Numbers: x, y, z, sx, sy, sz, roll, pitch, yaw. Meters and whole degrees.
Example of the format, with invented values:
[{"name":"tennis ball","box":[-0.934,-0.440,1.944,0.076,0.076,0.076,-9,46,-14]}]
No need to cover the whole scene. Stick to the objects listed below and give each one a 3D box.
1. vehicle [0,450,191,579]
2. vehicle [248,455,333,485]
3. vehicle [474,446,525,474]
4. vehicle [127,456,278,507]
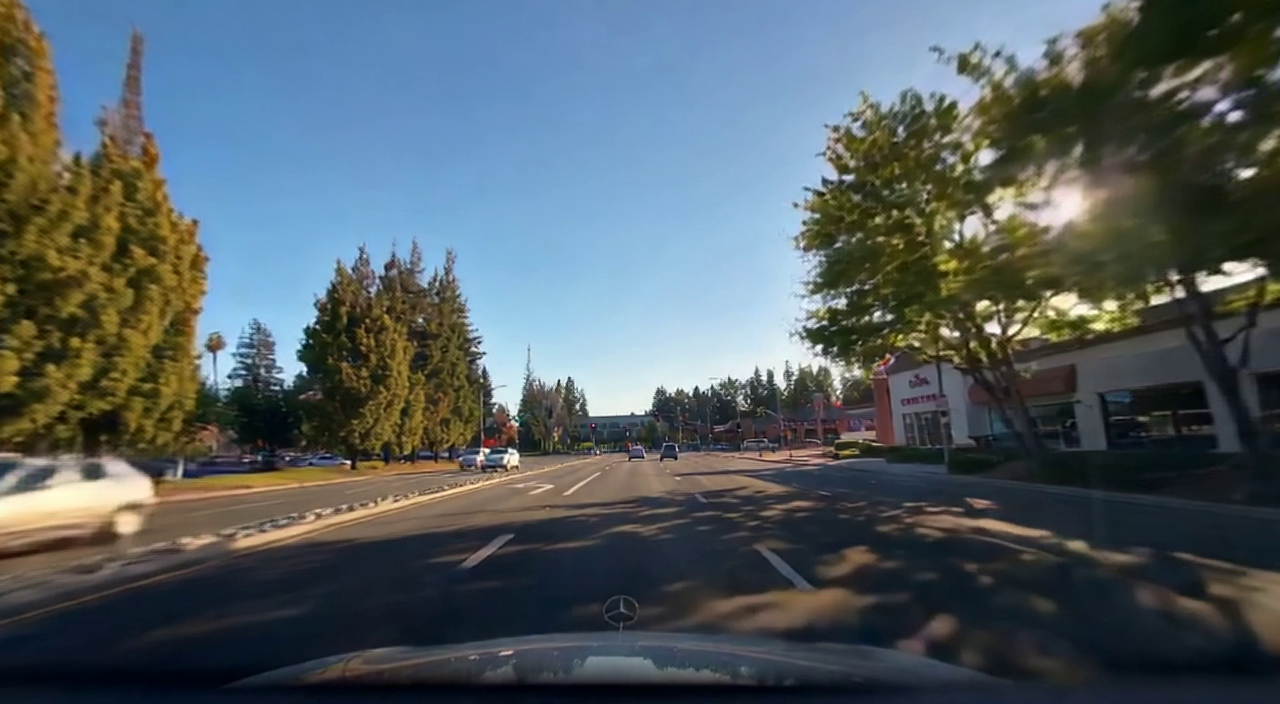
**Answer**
[{"name":"vehicle","box":[-8.665,2.074,8.372,2.065,1.504,4.593,0,-8,0]},{"name":"vehicle","box":[-22.037,7.401,39.927,4.366,1.666,1.952,6,-11,-36]},{"name":"vehicle","box":[-8.396,6.481,38.220,1.958,1.534,4.598,0,-8,1]},{"name":"vehicle","box":[-15.243,4.503,22.427,1.929,1.497,4.697,0,-8,1]}]
